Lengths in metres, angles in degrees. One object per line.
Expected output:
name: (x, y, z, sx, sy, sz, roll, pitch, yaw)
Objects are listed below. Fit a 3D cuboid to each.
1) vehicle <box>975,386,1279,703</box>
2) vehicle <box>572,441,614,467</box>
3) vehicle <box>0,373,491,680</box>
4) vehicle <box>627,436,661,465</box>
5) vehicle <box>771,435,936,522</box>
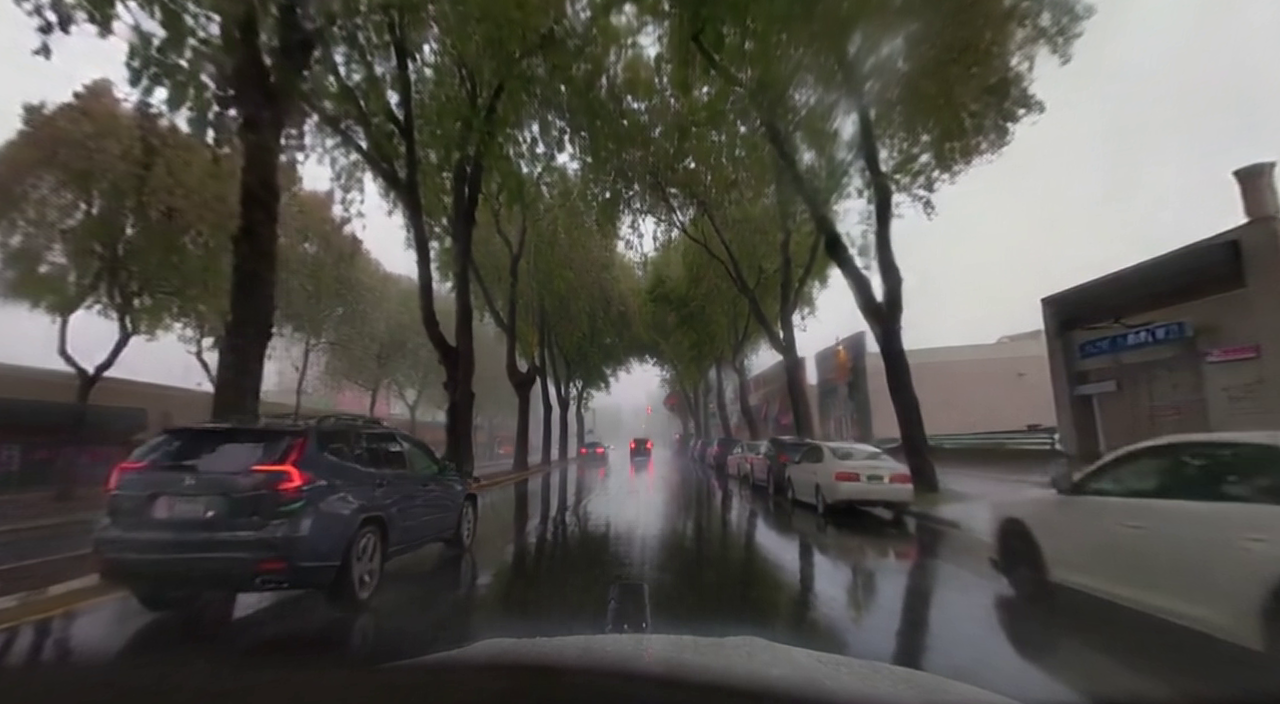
vehicle: (4.260, 1.125, 3.965, 1.940, 1.669, 4.142, 0, -8, -1)
vehicle: (-2.848, 6.265, 39.008, 2.151, 1.484, 4.468, 0, -8, 1)
vehicle: (-3.144, 1.317, 5.981, 2.186, 1.708, 4.746, 0, -8, 1)
vehicle: (0.264, 6.399, 41.049, 2.075, 1.770, 4.018, 0, -8, 0)
vehicle: (4.181, 2.530, 13.205, 1.887, 1.517, 4.257, 0, -8, -1)
